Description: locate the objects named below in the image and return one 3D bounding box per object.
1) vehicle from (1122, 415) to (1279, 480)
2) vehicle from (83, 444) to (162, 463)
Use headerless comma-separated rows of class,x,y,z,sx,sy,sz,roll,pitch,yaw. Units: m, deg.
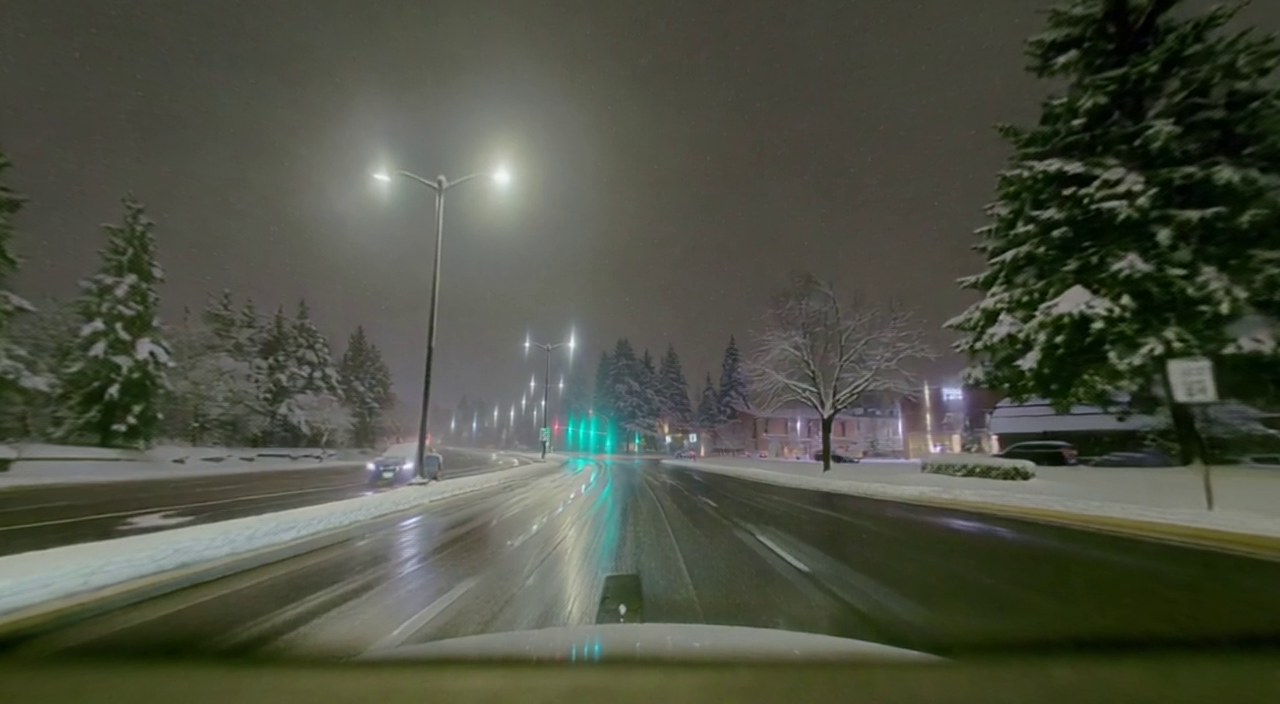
vehicle,37.228,5.788,38.267,3.455,3.683,12.209,4,-10,-25
vehicle,-38.420,7.538,47.007,4.162,1.246,1.739,2,-9,-23
